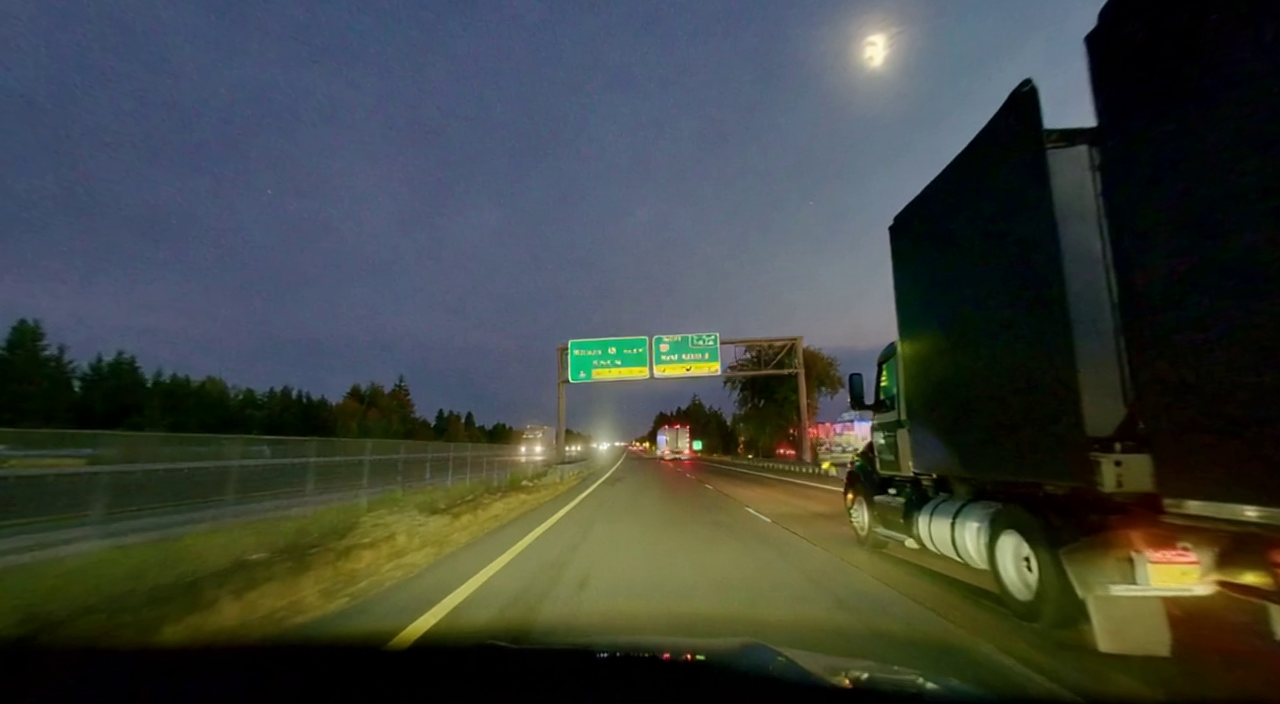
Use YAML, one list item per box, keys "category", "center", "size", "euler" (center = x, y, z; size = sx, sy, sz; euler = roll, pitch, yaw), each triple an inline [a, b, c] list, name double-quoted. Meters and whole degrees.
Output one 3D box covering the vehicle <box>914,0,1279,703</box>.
- category: "vehicle"
  center: [4.188, -0.146, 2.913]
  size: [3.035, 3.966, 6.026]
  euler: [0, -9, 1]
